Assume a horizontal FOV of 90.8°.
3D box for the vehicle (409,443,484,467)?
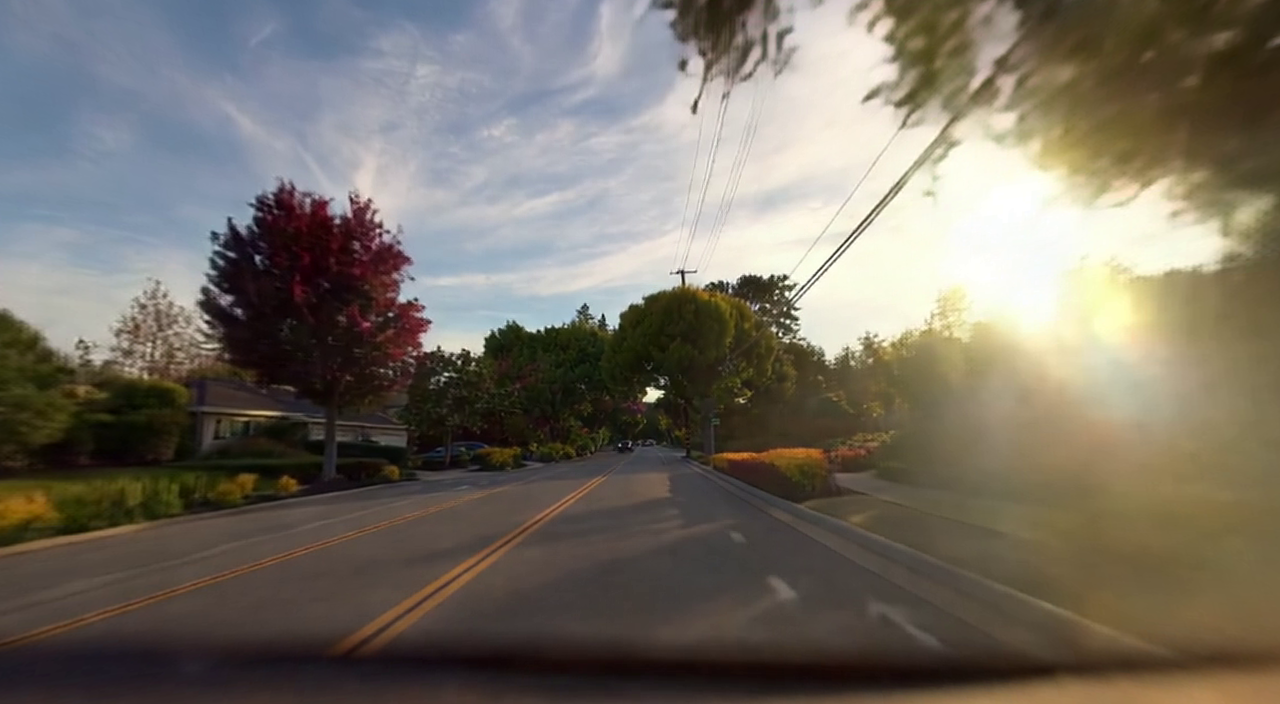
[{"bbox_3d":[-13.627,7.264,44.721,4.554,1.535,2.261,0,-8,-2],"label":"vehicle"}]
